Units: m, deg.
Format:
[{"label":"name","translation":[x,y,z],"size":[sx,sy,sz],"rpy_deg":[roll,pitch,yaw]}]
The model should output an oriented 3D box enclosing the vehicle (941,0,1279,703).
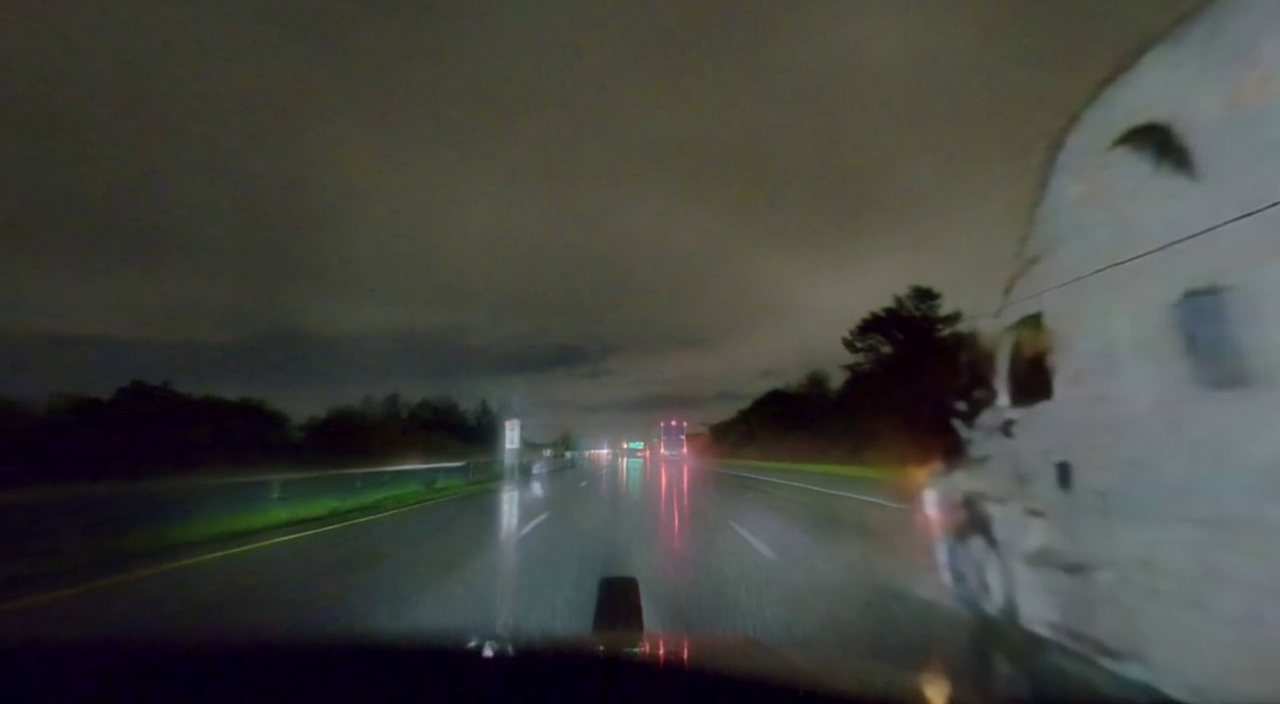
[{"label":"vehicle","translation":[4.068,-0.189,2.084],"size":[3.025,3.919,5.829],"rpy_deg":[0,-9,-1]}]
